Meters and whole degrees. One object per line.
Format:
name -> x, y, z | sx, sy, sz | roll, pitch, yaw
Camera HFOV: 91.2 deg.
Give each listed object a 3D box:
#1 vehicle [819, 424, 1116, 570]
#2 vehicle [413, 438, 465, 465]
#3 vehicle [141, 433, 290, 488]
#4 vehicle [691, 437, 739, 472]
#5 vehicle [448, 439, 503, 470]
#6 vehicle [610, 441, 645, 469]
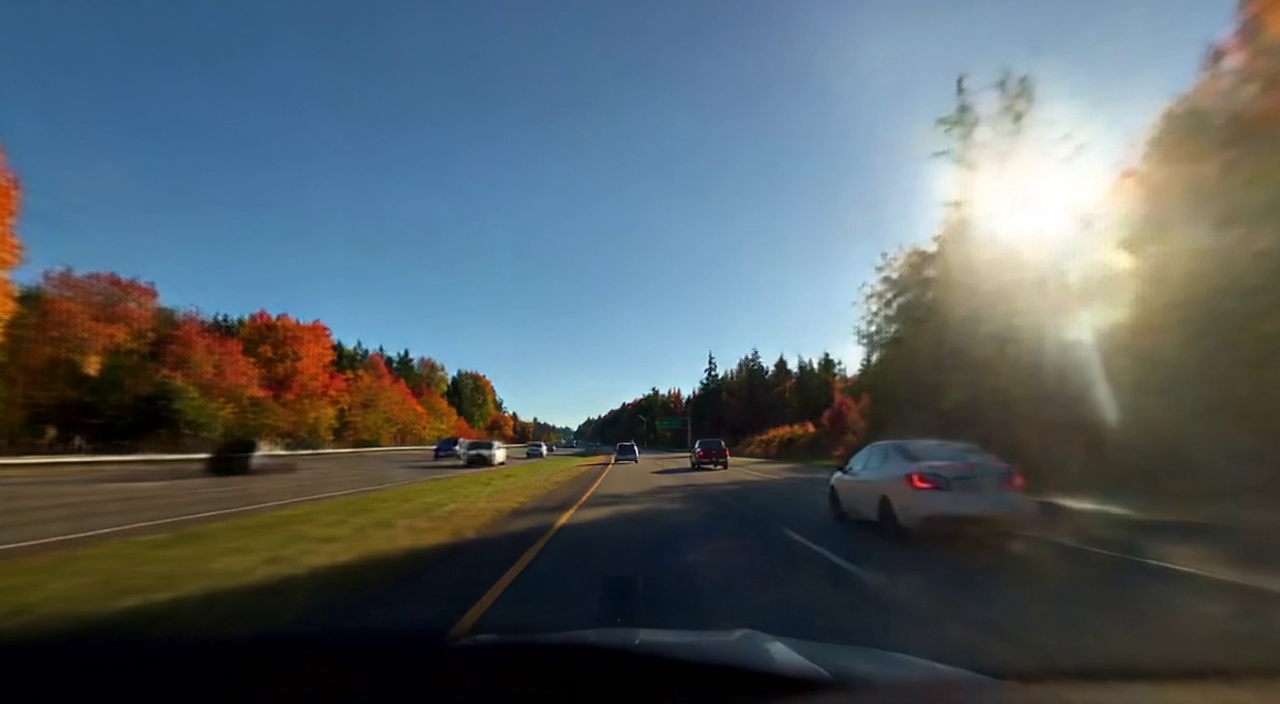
vehicle -> 4.051, 1.842, 8.675 | 1.968, 1.513, 3.911 | 0, -9, 0
vehicle -> -13.548, 6.730, 42.562 | 2.099, 1.724, 4.481 | 0, -9, 0
vehicle -> -12.926, 3.323, 19.433 | 1.874, 1.498, 3.922 | 0, -9, 0
vehicle -> 3.899, 5.416, 33.291 | 1.982, 1.745, 4.151 | 0, -9, -1
vehicle -> -8.688, 5.445, 33.454 | 1.840, 1.487, 3.872 | 0, -9, 0
vehicle -> -0.772, 6.610, 40.271 | 2.151, 1.693, 4.201 | 0, -9, -1
